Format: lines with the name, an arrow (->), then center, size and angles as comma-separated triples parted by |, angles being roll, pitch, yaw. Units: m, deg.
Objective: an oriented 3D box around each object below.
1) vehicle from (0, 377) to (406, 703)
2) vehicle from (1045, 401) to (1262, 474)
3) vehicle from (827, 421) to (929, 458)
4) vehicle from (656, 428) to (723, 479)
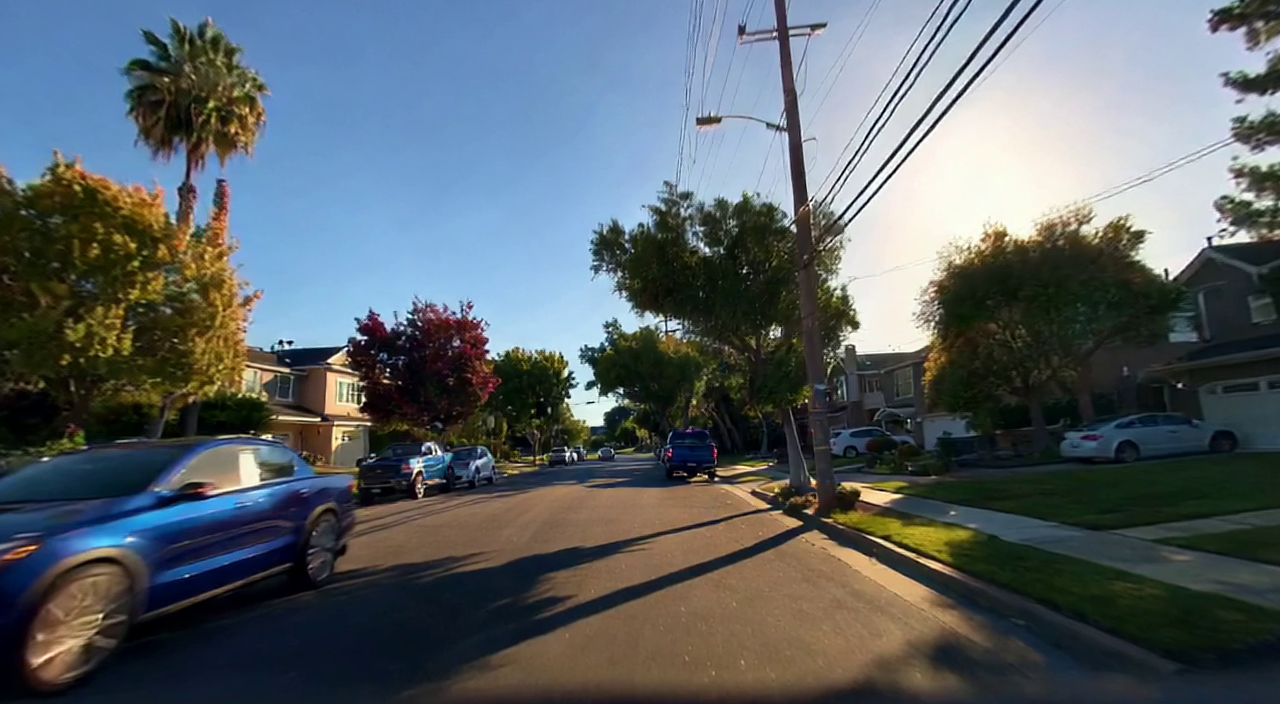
vehicle -> -3.863, 1.349, 5.477 | 1.977, 1.785, 4.542 | 0, -9, -1
vehicle -> 15.702, 2.642, 19.563 | 4.709, 1.785, 2.229 | -4, -7, -2
vehicle -> 13.226, 4.900, 35.364 | 4.778, 1.903, 2.205 | -1, -8, -3
vehicle -> 2.067, 4.532, 28.490 | 2.437, 2.015, 6.511 | 0, -9, -1
